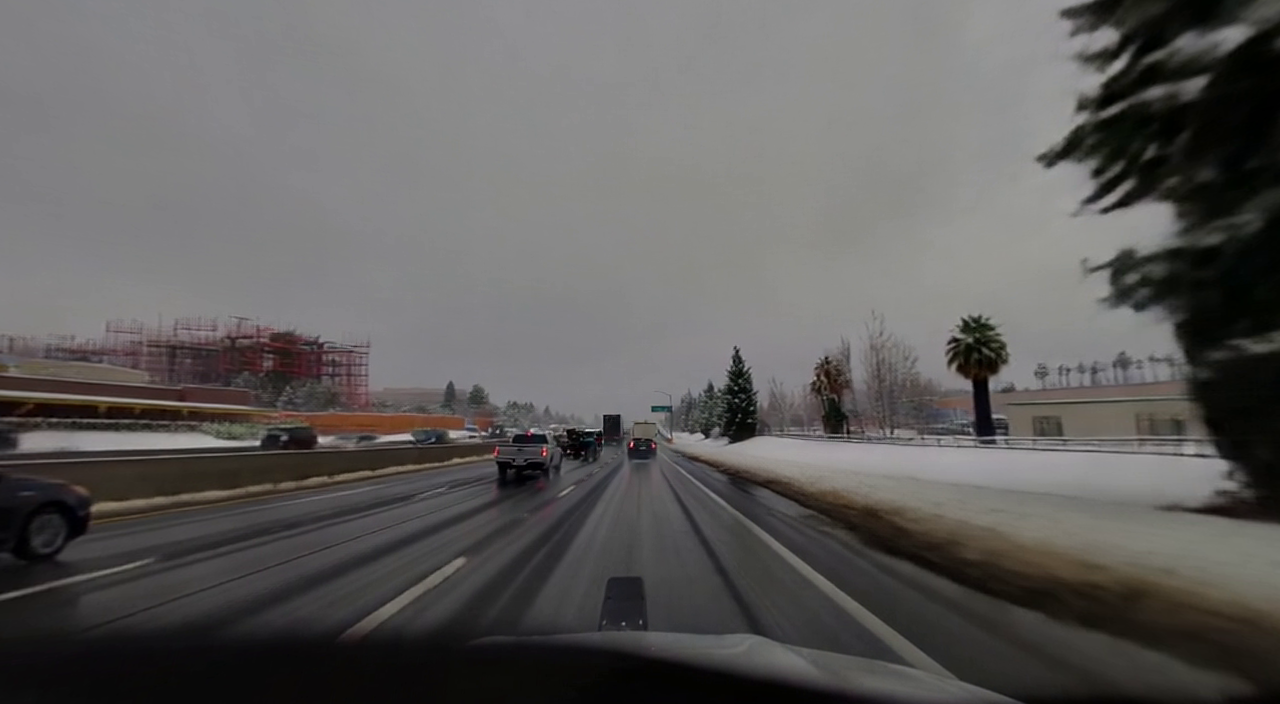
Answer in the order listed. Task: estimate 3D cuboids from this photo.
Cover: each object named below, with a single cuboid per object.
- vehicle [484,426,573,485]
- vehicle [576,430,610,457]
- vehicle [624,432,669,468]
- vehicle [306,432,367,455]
[{"bbox_3d":[-3.603,3.455,21.304,2.108,1.740,4.549,0,-8,1],"label":"vehicle"},{"bbox_3d":[-3.558,7.046,48.513,2.203,1.958,4.848,0,-8,1],"label":"vehicle"},{"bbox_3d":[0.333,4.954,32.078,2.136,1.678,4.052,0,-8,0],"label":"vehicle"},{"bbox_3d":[-23.613,7.142,49.260,2.161,1.688,4.913,-1,-8,2],"label":"vehicle"}]
